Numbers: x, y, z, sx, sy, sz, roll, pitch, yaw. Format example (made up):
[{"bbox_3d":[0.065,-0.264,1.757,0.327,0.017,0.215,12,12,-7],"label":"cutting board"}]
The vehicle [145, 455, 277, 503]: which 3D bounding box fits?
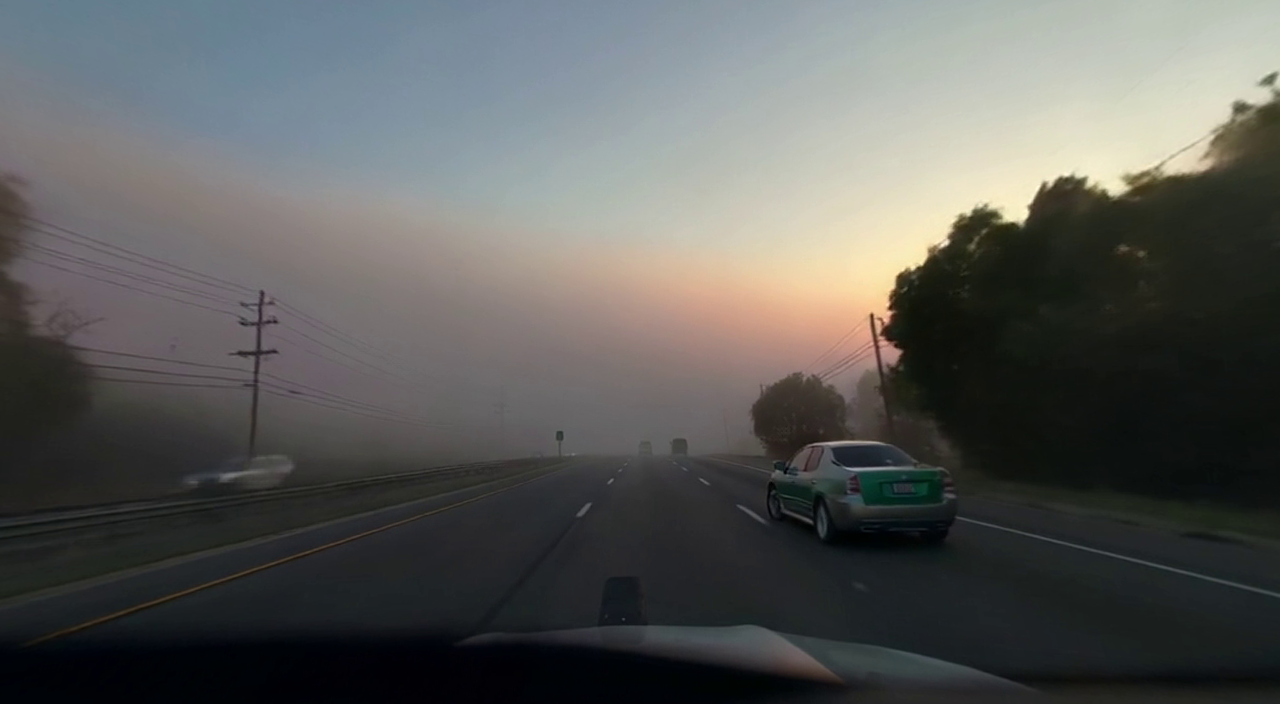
[{"bbox_3d":[-16.633,4.902,24.815,1.881,1.598,4.569,0,-8,1],"label":"vehicle"}]
